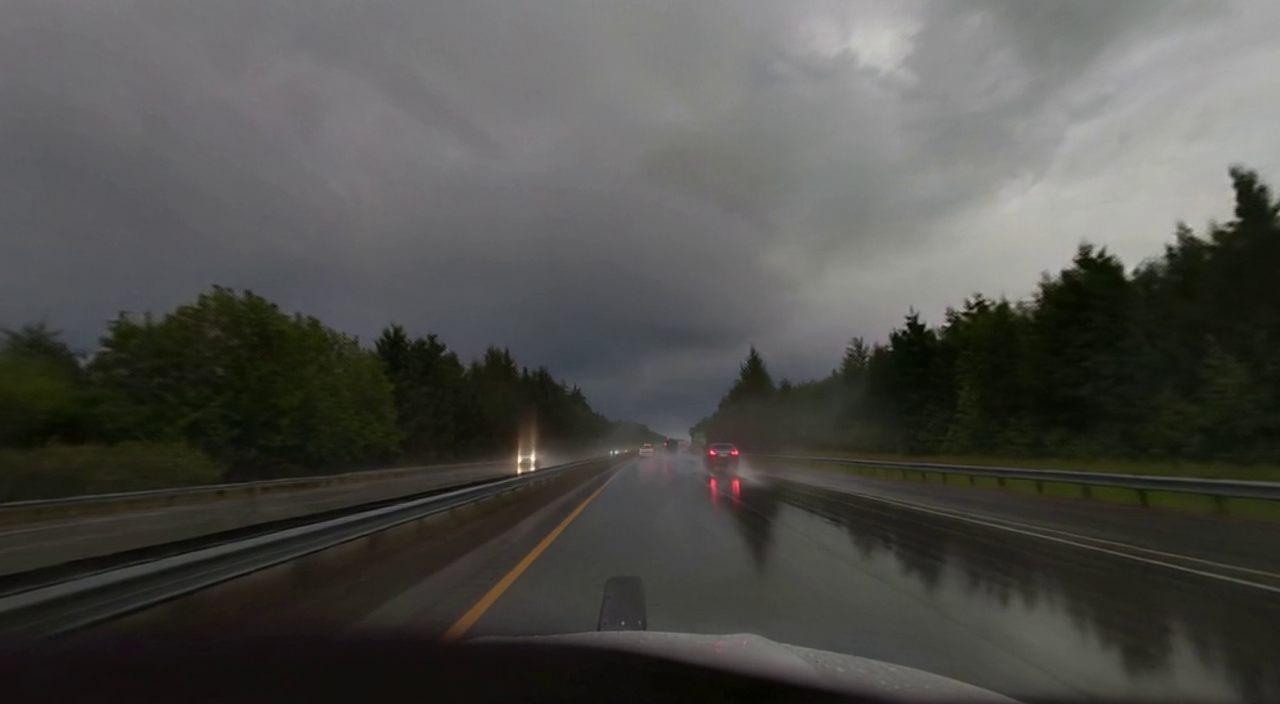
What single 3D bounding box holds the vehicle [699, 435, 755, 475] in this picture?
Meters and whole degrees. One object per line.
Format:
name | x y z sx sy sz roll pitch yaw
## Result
vehicle | 4.596 5.545 34.115 2.189 2.007 4.872 0 -9 -1
